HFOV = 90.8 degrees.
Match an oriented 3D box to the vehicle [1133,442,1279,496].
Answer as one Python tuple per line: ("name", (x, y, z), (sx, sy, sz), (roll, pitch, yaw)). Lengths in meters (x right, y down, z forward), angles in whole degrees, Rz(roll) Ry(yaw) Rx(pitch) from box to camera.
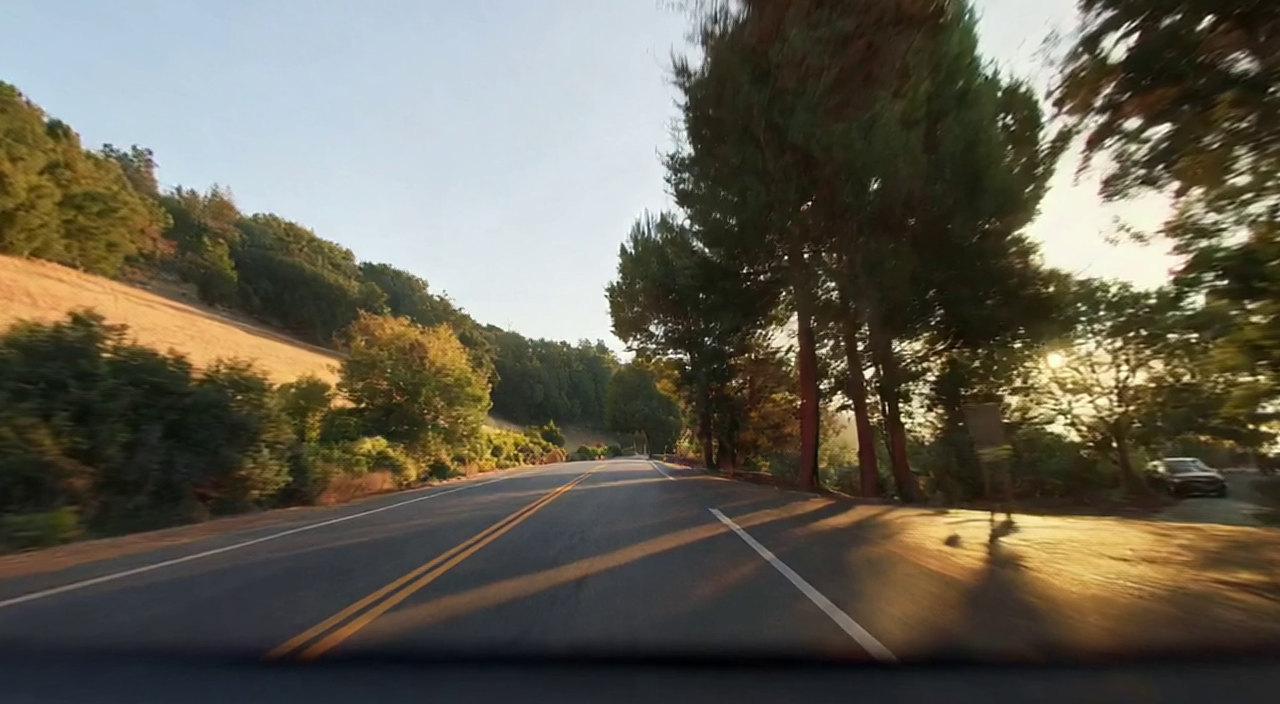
("vehicle", (35.331, 7.174, 39.101), (7.025, 2.942, 2.463), (-1, -7, 15))
